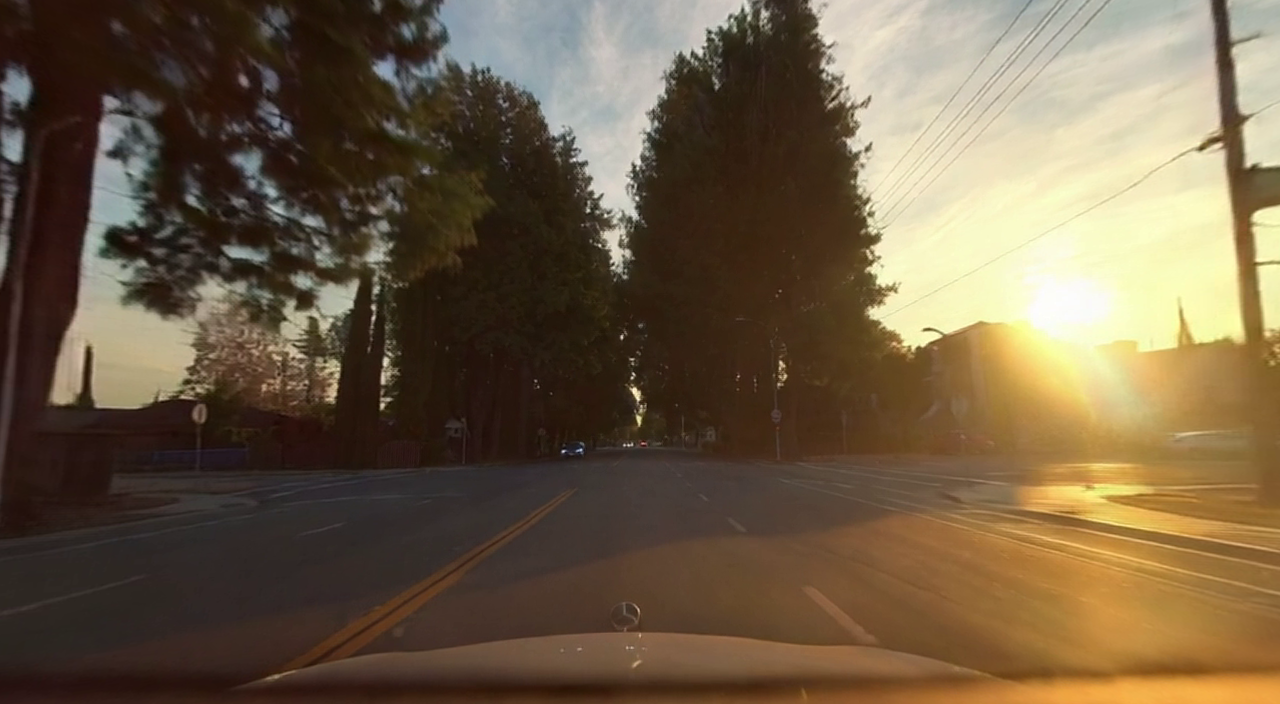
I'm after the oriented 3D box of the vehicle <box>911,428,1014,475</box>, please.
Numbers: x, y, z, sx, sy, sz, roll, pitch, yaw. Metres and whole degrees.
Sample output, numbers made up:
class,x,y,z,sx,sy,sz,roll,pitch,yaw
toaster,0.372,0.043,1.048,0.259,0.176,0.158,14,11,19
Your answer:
class,x,y,z,sx,sy,sz,roll,pitch,yaw
vehicle,14.515,4.441,28.217,4.771,1.912,2.137,6,-11,-37

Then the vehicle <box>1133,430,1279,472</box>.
class,x,y,z,sx,sy,sz,roll,pitch,yaw
vehicle,24.601,4.282,27.311,4.508,1.687,2.070,-3,-9,21
